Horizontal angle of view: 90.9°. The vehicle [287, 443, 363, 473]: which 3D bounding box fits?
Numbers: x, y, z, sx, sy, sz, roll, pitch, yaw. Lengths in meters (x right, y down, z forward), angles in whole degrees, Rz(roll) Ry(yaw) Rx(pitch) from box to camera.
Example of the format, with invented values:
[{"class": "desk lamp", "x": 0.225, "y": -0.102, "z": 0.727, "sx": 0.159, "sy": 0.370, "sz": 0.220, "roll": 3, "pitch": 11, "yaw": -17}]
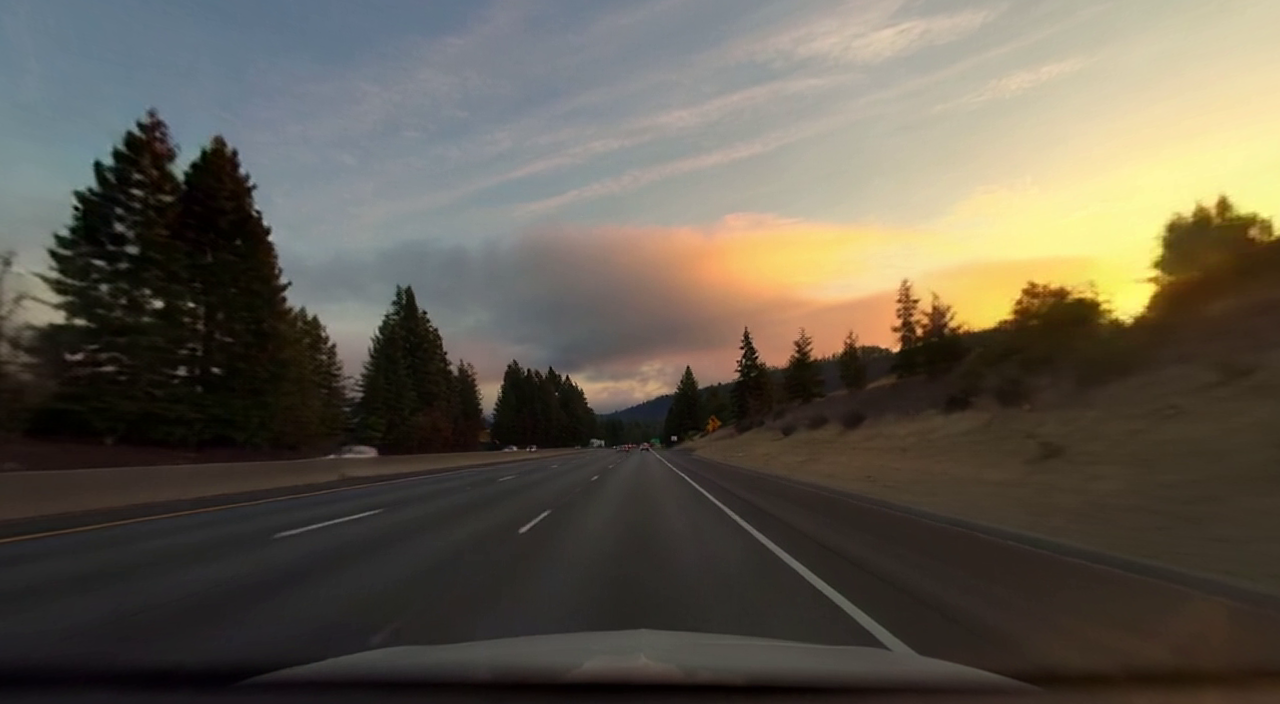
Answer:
[{"class": "vehicle", "x": -17.174, "y": 5.768, "z": 34.677, "sx": 1.869, "sy": 1.522, "sz": 4.318, "roll": 0, "pitch": -8, "yaw": 1}]
